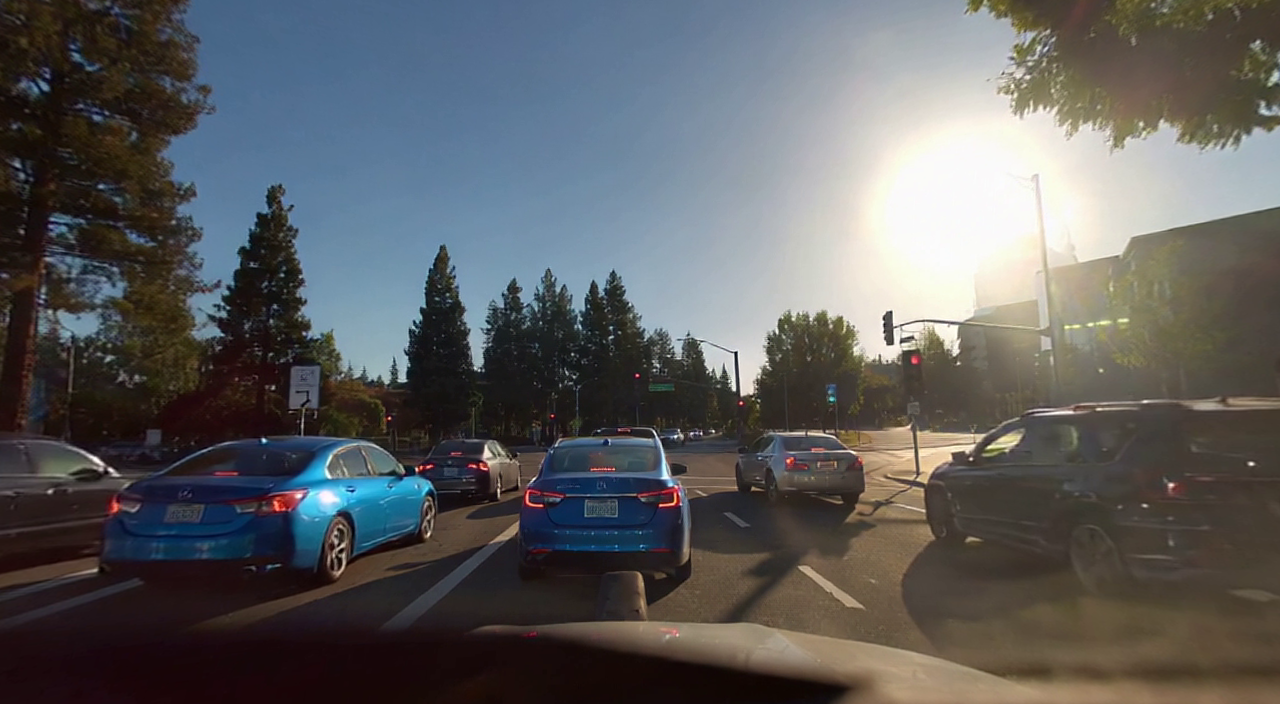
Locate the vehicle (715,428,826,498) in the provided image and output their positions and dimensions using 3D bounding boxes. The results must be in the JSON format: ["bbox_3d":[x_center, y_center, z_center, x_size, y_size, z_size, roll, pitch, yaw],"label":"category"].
[{"bbox_3d":[3.437,3.003,17.513,2.028,1.678,4.220,0,-8,-2],"label":"vehicle"}]

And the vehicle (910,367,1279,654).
[{"bbox_3d":[4.775,1.295,6.228,2.038,1.750,4.535,0,-8,-2],"label":"vehicle"}]

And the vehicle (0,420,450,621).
[{"bbox_3d":[-3.811,1.588,6.985,2.074,1.485,4.395,0,-8,0],"label":"vehicle"}]

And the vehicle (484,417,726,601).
[{"bbox_3d":[-0.353,1.640,7.508,2.045,1.533,4.183,0,-8,-2],"label":"vehicle"}]
